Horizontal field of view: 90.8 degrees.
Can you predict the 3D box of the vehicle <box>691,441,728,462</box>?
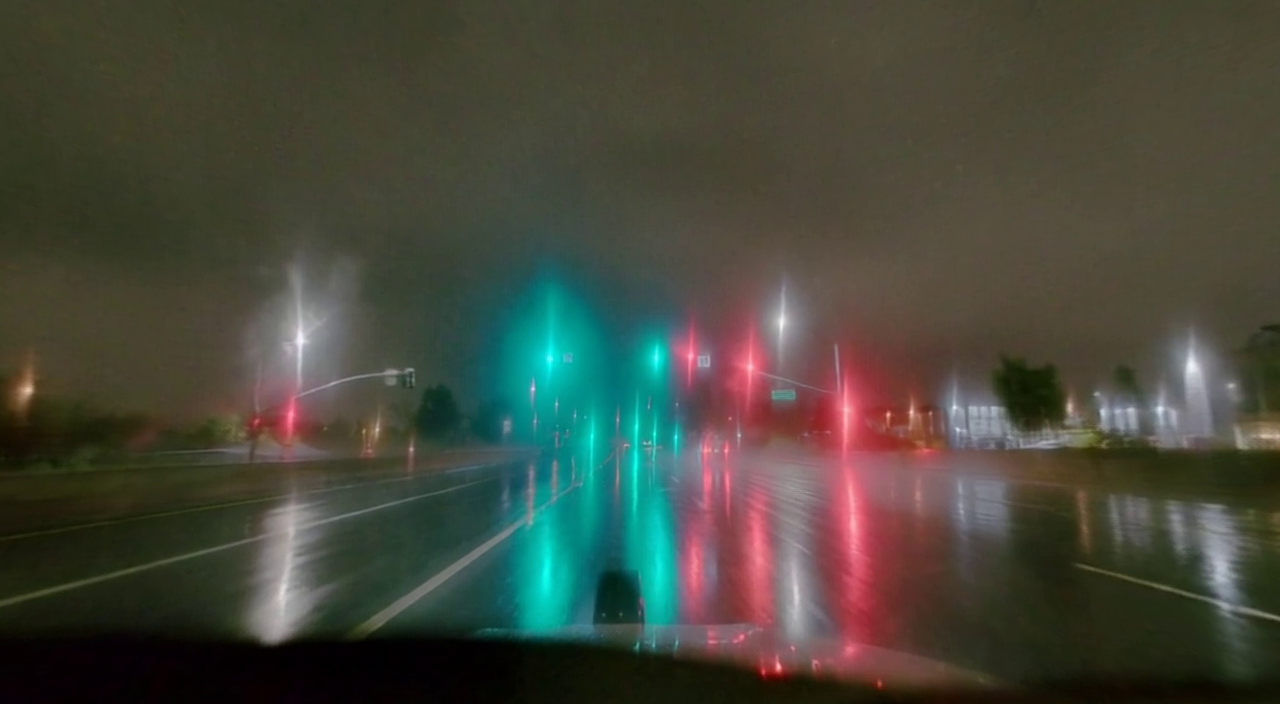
[{"bbox_3d":[5.173,7.490,47.682,2.187,1.475,4.529,0,-9,-1],"label":"vehicle"}]
